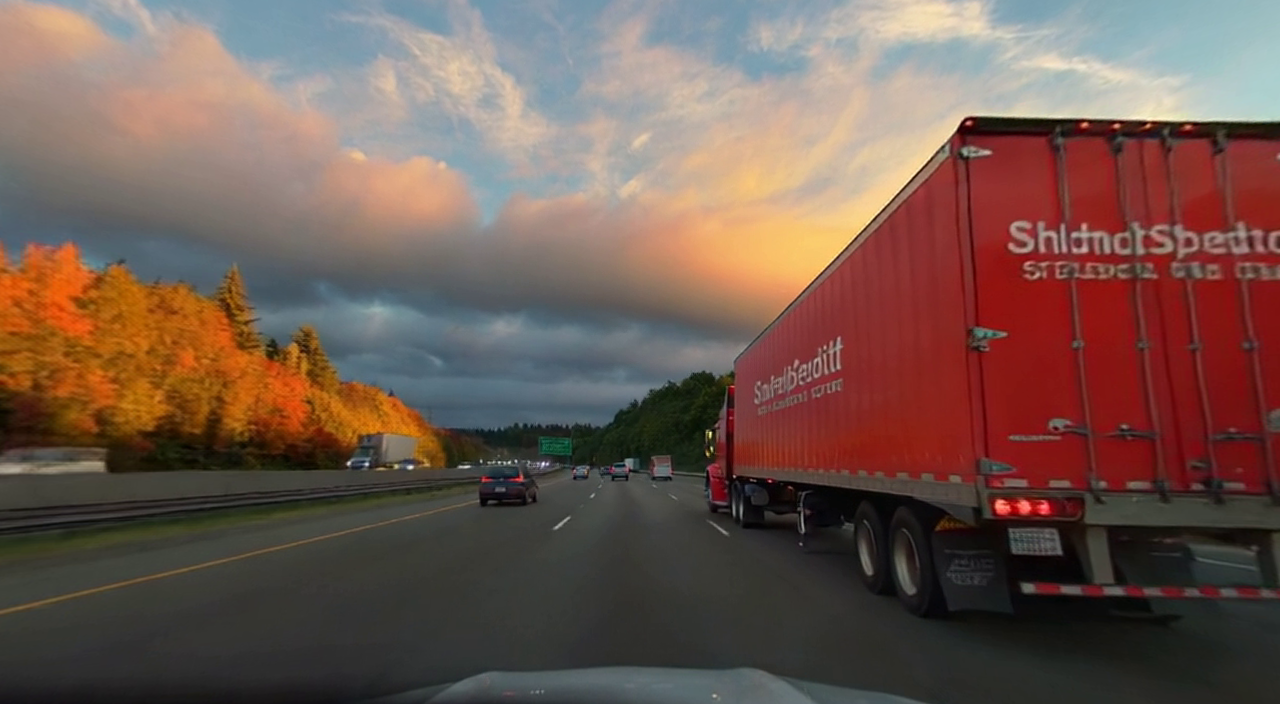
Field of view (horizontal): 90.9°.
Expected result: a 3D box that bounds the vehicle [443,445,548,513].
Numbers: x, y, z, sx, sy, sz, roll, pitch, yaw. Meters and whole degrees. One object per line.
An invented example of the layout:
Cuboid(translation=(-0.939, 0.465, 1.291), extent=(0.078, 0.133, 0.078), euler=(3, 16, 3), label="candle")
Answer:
Cuboid(translation=(-4.208, 3.825, 19.214), extent=(2.070, 1.775, 4.646), euler=(1, -10, 0), label="vehicle")

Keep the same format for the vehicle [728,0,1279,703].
Cuboid(translation=(4.098, 1.072, 10.337), extent=(2.992, 4.300, 13.967), euler=(1, -10, -1), label="vehicle")
